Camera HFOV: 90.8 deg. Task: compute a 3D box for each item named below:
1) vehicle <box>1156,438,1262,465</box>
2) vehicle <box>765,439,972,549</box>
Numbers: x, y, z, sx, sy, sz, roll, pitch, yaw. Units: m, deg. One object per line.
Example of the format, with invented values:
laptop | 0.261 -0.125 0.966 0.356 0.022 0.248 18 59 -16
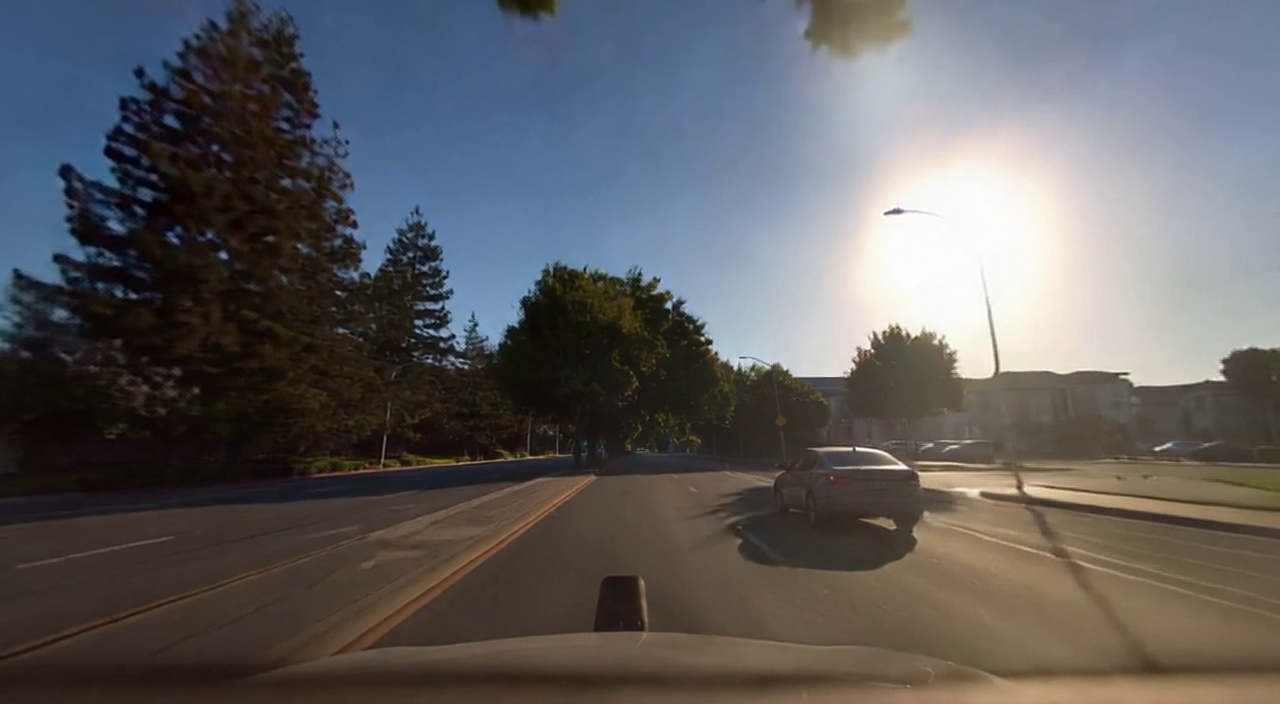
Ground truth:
vehicle | 41.099 7.192 45.743 5.347 1.882 2.307 0 -9 0
vehicle | 3.483 2.226 10.581 1.852 1.453 4.083 0 -9 -1
